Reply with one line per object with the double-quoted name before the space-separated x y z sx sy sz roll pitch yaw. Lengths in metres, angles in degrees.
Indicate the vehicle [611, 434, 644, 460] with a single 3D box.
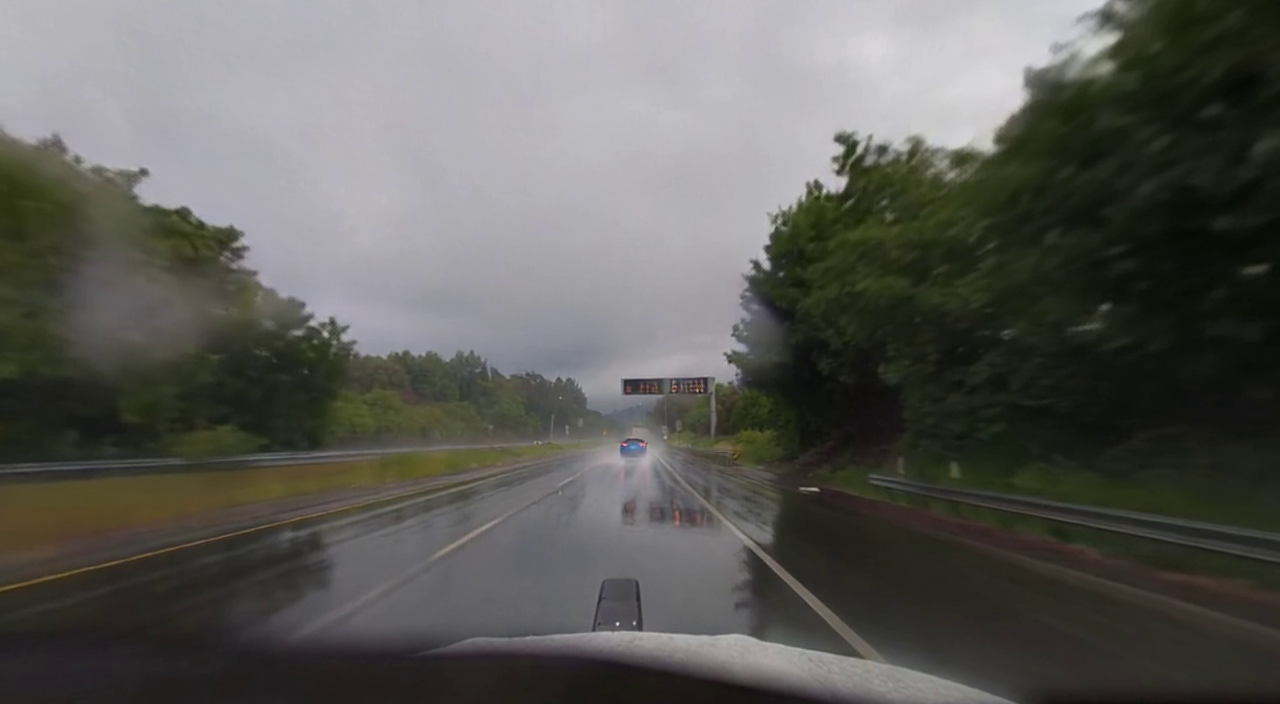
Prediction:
"vehicle" -0.858 6.641 44.250 2.180 1.717 4.139 0 -8 -1
